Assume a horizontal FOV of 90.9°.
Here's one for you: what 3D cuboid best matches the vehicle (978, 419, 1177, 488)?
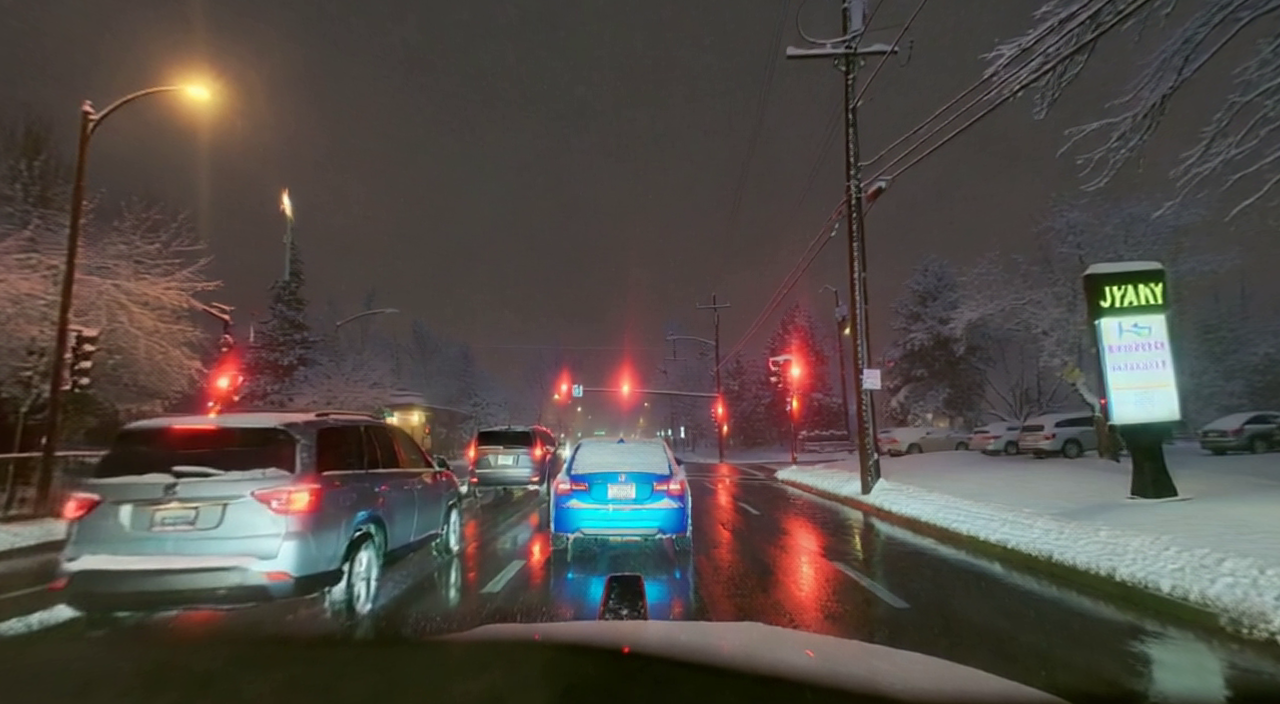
[{"bbox_3d":[10.528,2.494,15.684,1.888,1.455,4.268,0,-8,0],"label":"vehicle"}]

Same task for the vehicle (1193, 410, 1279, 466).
[{"bbox_3d":[18.719,2.558,18.676,4.446,1.511,1.977,4,-10,-29],"label":"vehicle"}]

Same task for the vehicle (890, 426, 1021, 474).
[{"bbox_3d":[10.644,3.354,21.727,1.842,1.471,4.481,1,-8,-5],"label":"vehicle"}]

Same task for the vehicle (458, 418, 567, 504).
[{"bbox_3d":[-3.029,2.696,15.979,2.106,1.852,4.512,0,-8,-4],"label":"vehicle"}]

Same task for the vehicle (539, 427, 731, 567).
[{"bbox_3d":[-0.149,1.874,8.971,2.070,1.481,4.216,0,-8,-3],"label":"vehicle"}]

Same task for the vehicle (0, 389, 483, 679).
[{"bbox_3d":[-2.930,1.347,5.702,2.003,1.681,3.878,0,-8,0],"label":"vehicle"}]
